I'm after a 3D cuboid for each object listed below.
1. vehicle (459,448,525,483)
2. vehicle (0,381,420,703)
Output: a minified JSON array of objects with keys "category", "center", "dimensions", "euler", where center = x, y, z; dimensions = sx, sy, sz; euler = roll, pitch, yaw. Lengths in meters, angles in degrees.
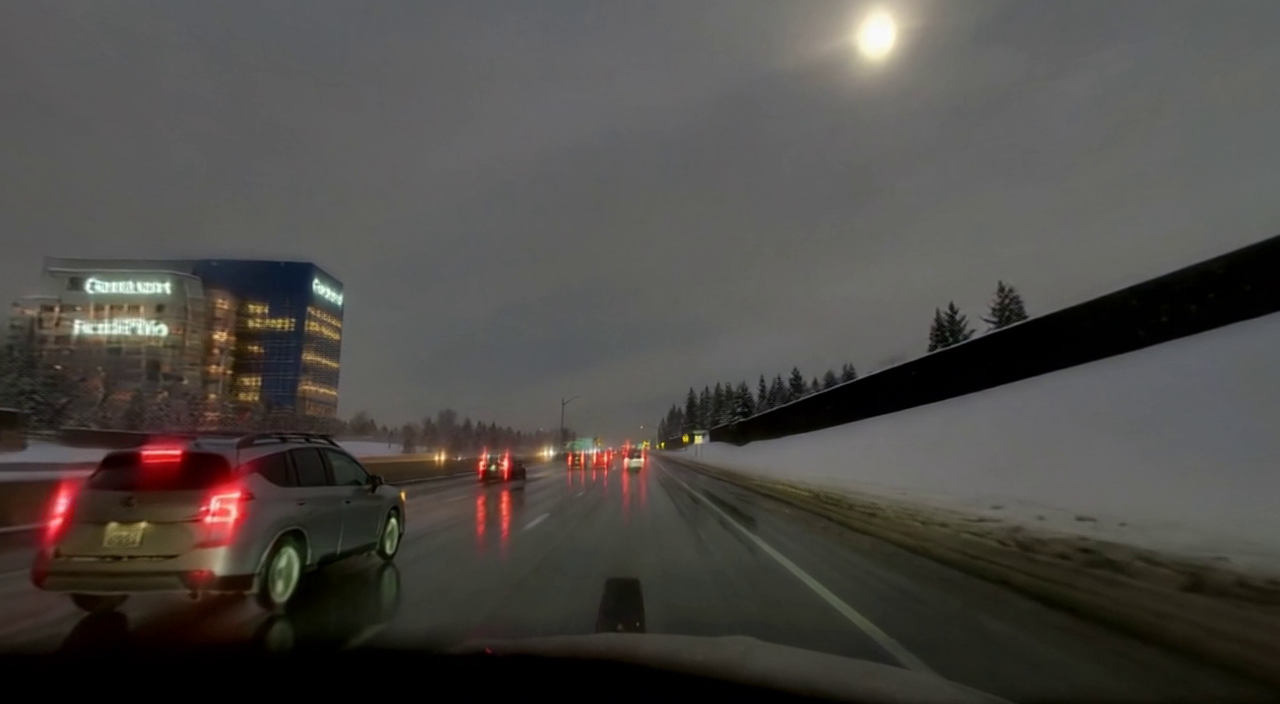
[{"category":"vehicle","center":[-7.159,5.541,31.011],"dimensions":[1.998,1.542,4.953],"euler":[0,-9,1]},{"category":"vehicle","center":[-3.819,1.360,5.550],"dimensions":[2.059,1.725,4.521],"euler":[0,-9,1]}]
